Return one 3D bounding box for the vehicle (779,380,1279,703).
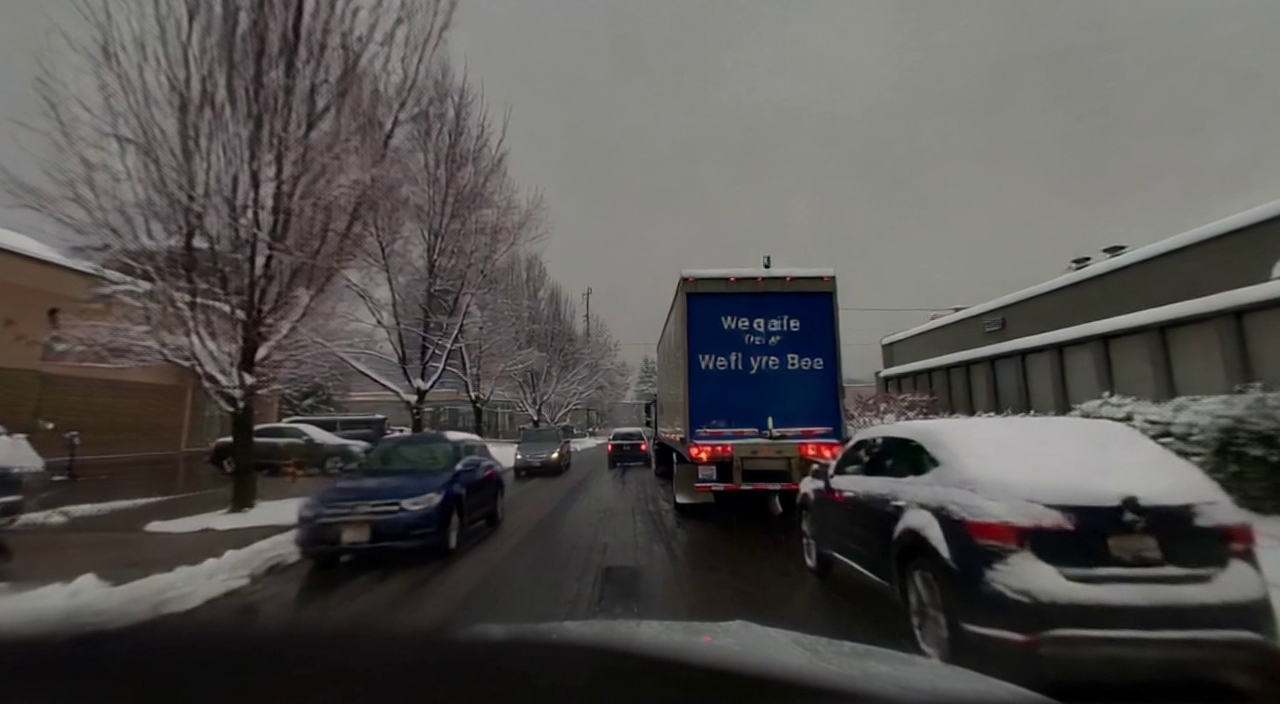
[{"bbox_3d":[2.387,1.126,4.404,1.866,1.531,3.579,0,-8,-2],"label":"vehicle"}]

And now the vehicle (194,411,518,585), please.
[{"bbox_3d":[-2.910,1.579,7.742,2.033,1.508,4.298,0,-8,-1],"label":"vehicle"}]

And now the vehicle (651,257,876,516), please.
[{"bbox_3d":[2.042,1.462,17.175,2.865,4.113,14.471,0,-8,-1],"label":"vehicle"}]

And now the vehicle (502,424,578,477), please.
[{"bbox_3d":[-3.039,3.059,19.863,1.780,1.488,4.043,0,-8,-1],"label":"vehicle"}]

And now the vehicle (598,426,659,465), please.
[{"bbox_3d":[-0.390,3.909,26.405,2.160,1.498,3.909,-1,-8,5],"label":"vehicle"}]
